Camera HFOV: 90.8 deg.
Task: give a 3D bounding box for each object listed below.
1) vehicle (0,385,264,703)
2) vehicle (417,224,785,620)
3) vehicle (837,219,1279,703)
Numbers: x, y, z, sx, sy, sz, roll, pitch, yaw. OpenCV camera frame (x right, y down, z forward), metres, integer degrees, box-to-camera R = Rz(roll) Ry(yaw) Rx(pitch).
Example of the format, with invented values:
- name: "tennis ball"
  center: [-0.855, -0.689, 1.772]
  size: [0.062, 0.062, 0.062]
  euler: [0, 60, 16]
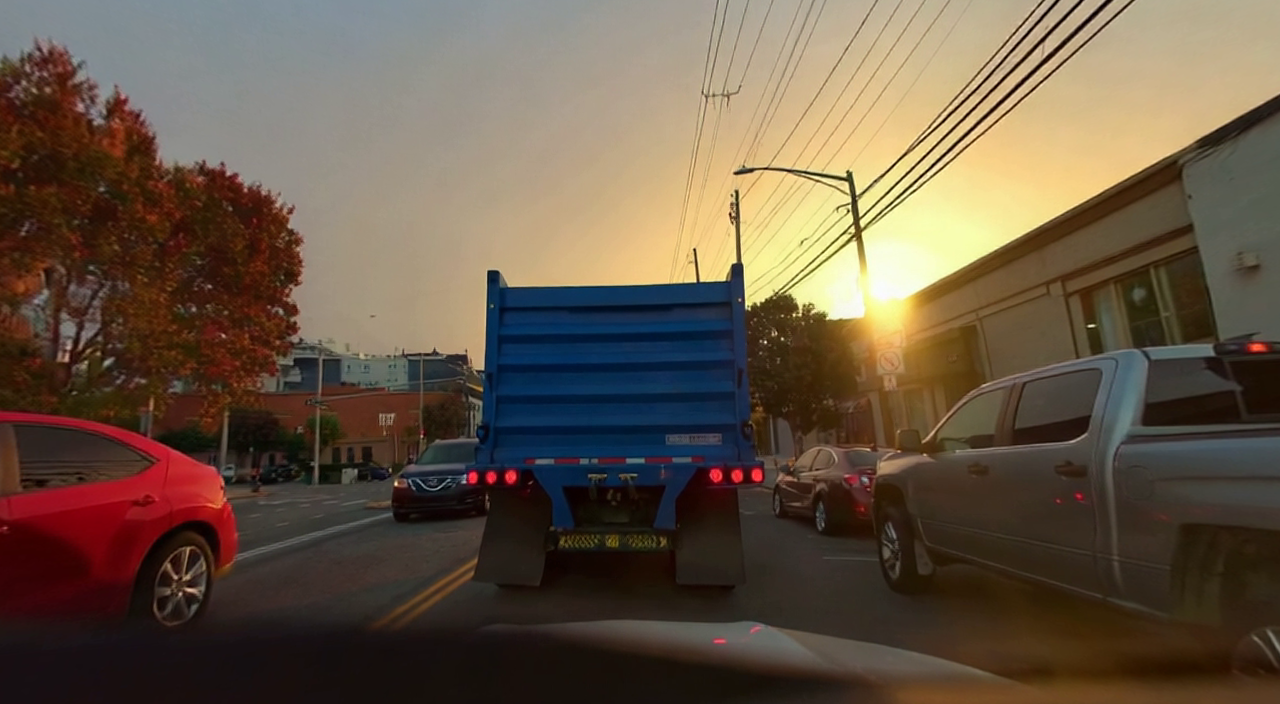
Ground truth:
- name: "vehicle"
  center: [-4.124, 0.973, 2.894]
  size: [1.988, 1.657, 4.492]
  euler: [0, -9, 0]
- name: "vehicle"
  center: [-0.231, 1.110, 9.244]
  size: [2.878, 3.204, 8.244]
  euler: [0, -8, 1]
- name: "vehicle"
  center: [3.232, 0.838, 3.876]
  size: [2.242, 1.979, 5.722]
  euler: [0, -9, 1]
